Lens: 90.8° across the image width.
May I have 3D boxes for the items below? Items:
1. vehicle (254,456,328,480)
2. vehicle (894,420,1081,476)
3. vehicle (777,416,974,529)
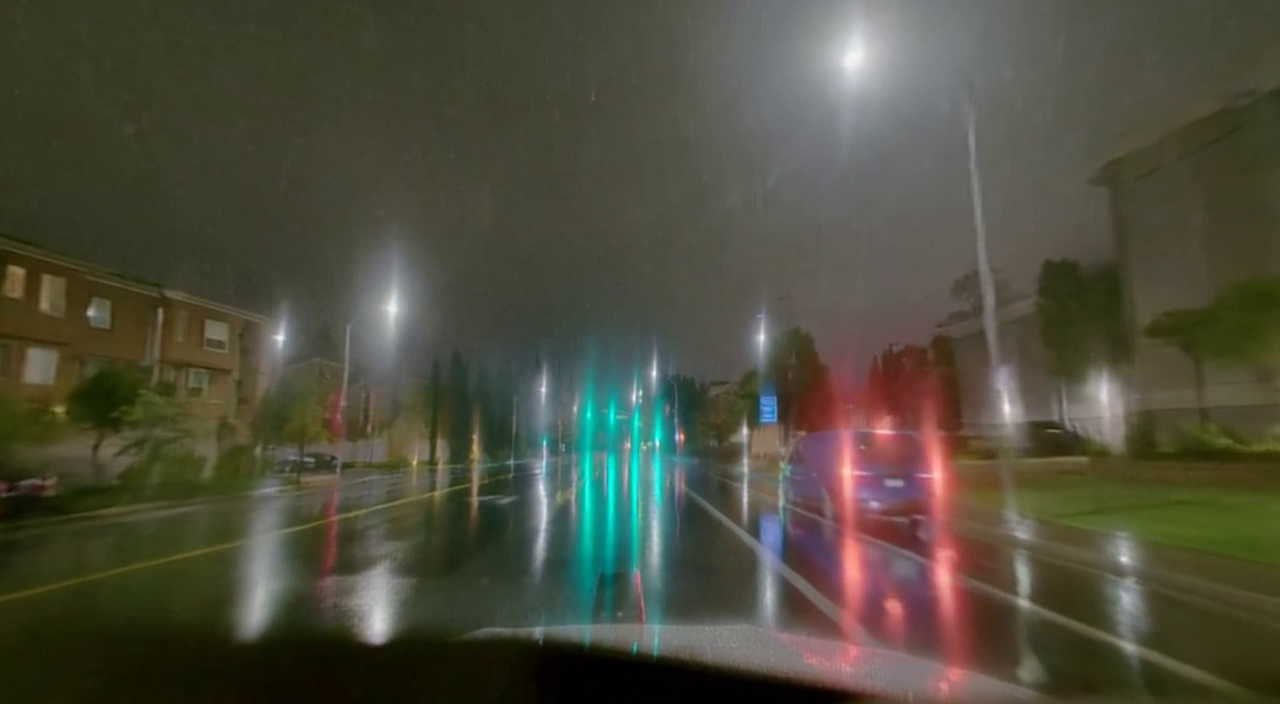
[{"bbox_3d":[-22.787,7.596,41.344,3.687,1.465,1.855,0,-8,-1],"label":"vehicle"},{"bbox_3d":[12.114,3.383,22.275,5.202,1.730,2.357,-1,-9,-5],"label":"vehicle"},{"bbox_3d":[4.438,2.359,12.937,2.052,1.859,4.778,0,-9,-2],"label":"vehicle"}]
